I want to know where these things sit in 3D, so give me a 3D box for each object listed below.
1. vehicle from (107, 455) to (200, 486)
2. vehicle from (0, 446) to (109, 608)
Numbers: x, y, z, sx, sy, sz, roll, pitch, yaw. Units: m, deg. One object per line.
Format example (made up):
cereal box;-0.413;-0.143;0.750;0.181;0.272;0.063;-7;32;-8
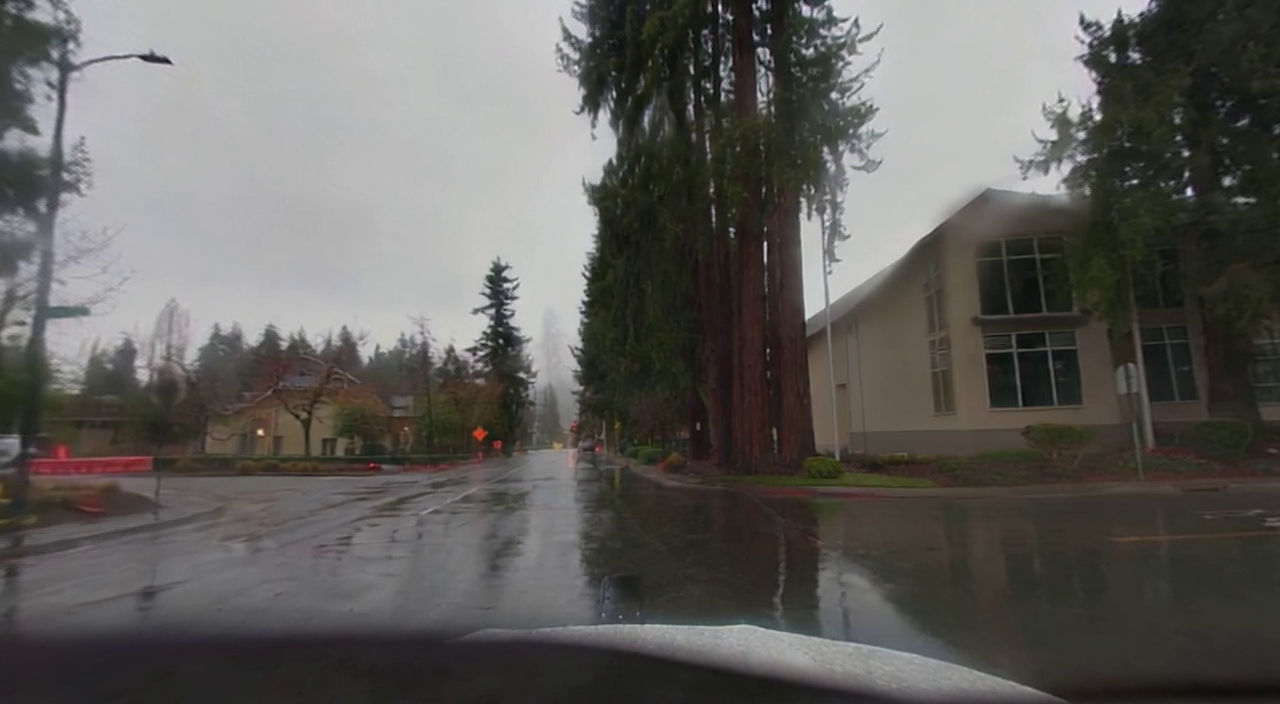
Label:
vehicle;-25.204;6.118;32.928;1.771;1.432;4.363;1;-8;-8
vehicle;-7.974;1.501;4.289;2.961;1.701;7.563;1;-8;-7
